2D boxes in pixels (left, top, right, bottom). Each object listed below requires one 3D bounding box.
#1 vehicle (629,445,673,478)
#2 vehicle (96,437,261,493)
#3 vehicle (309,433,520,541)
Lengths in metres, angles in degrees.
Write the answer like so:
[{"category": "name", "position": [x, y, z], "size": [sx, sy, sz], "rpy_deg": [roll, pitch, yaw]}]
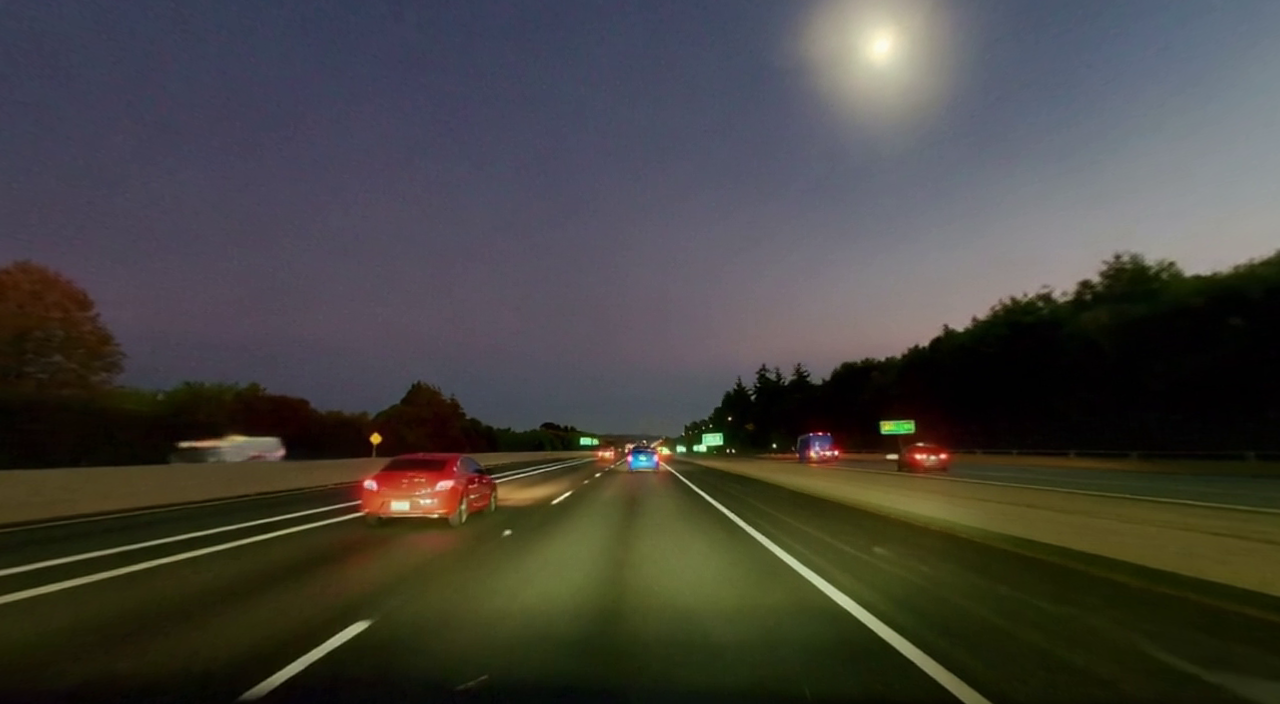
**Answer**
[{"category": "vehicle", "position": [0.494, 5.239, 30.343], "size": [2.002, 1.449, 3.612], "rpy_deg": [0, -9, 0]}, {"category": "vehicle", "position": [-16.800, 4.142, 23.414], "size": [2.086, 1.852, 5.229], "rpy_deg": [0, -9, 1]}, {"category": "vehicle", "position": [-3.540, 2.211, 10.900], "size": [2.062, 1.474, 4.151], "rpy_deg": [0, -9, 1]}]
